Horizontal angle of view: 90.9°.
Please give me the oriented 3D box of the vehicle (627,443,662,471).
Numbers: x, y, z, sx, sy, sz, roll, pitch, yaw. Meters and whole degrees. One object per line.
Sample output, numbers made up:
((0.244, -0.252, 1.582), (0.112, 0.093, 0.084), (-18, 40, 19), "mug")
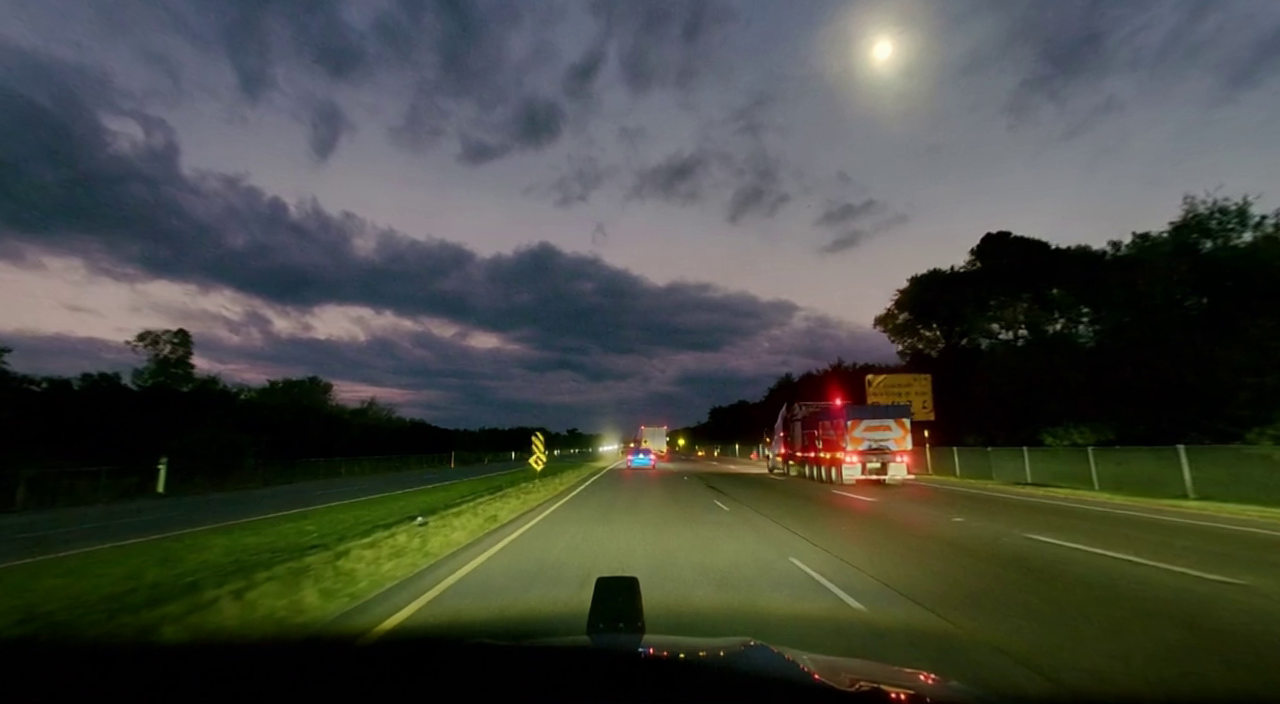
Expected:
((0.256, 6.432, 38.818), (2.065, 1.573, 3.734), (0, -9, -1), "vehicle")
